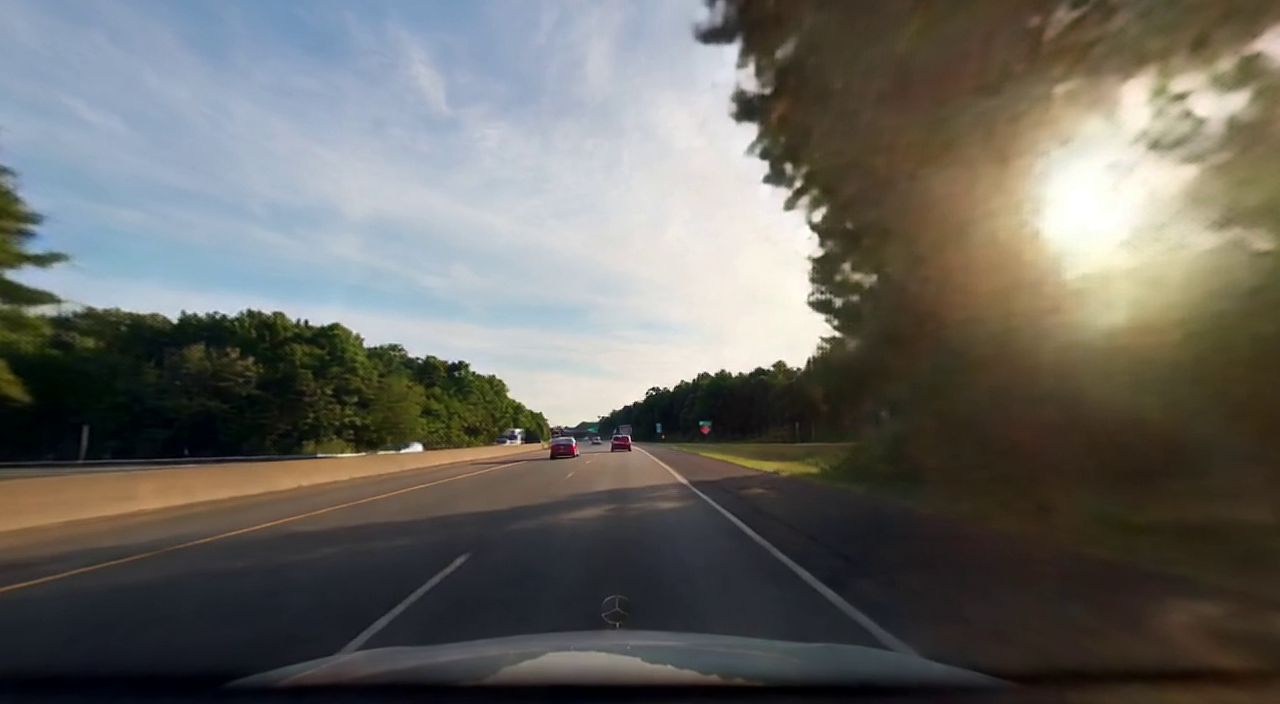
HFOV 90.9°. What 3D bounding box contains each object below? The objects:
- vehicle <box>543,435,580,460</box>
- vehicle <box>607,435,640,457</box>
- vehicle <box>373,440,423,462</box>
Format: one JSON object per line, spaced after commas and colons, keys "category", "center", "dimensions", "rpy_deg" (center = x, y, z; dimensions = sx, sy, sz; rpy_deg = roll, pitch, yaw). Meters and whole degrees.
{"category": "vehicle", "center": [-4.906, 5.993, 39.748], "dimensions": [1.907, 1.445, 4.049], "rpy_deg": [0, -8, -2]}
{"category": "vehicle", "center": [-1.107, 6.478, 43.645], "dimensions": [2.162, 1.460, 4.242], "rpy_deg": [0, -8, -1]}
{"category": "vehicle", "center": [-17.086, 6.970, 44.668], "dimensions": [1.897, 1.479, 4.203], "rpy_deg": [0, -8, -1]}
